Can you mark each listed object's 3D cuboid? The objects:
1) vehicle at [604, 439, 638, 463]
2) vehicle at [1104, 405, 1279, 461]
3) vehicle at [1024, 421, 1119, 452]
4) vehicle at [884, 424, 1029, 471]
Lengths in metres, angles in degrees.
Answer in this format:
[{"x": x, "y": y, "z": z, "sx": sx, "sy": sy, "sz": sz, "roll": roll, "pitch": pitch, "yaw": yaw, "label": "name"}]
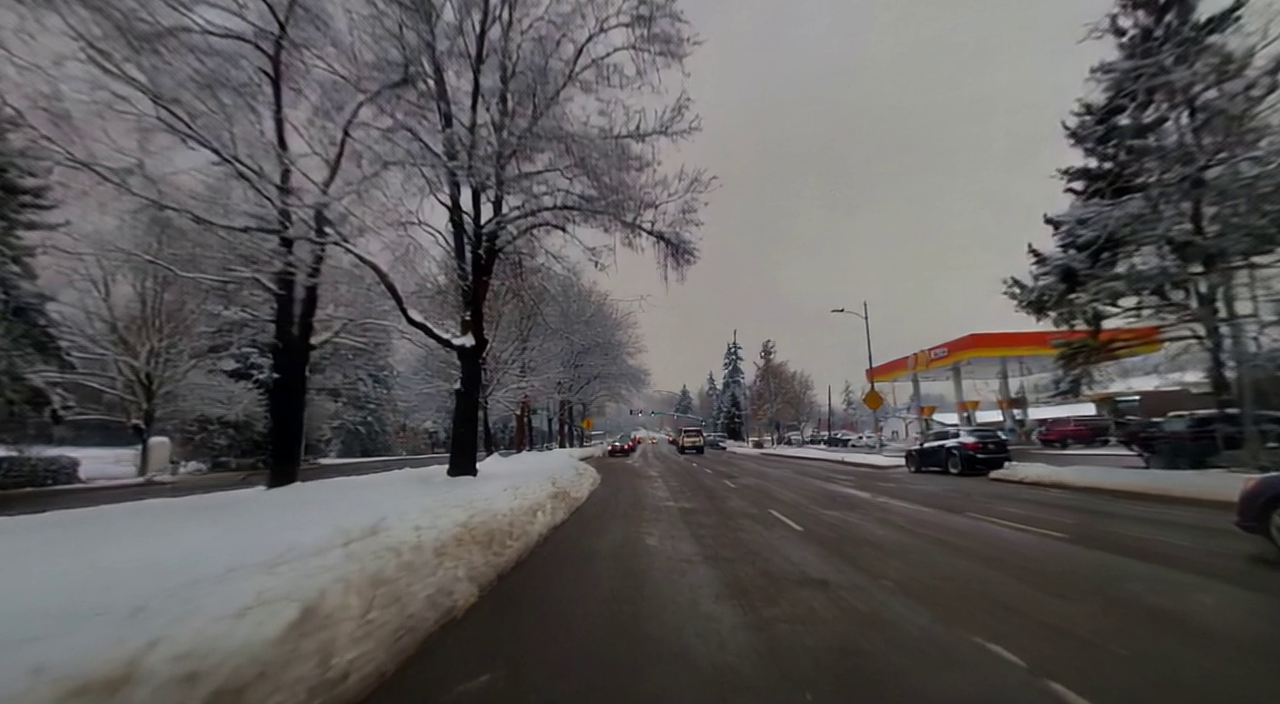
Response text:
[{"x": -1.294, "y": 6.447, "z": 41.218, "sx": 2.032, "sy": 1.461, "sz": 4.173, "roll": 0, "pitch": -9, "yaw": -5, "label": "vehicle"}, {"x": 21.583, "y": 3.141, "z": 24.048, "sx": 5.770, "sy": 1.976, "sz": 2.347, "roll": -5, "pitch": -10, "yaw": 26, "label": "vehicle"}, {"x": 24.732, "y": 4.892, "z": 36.303, "sx": 4.079, "sy": 1.632, "sz": 1.961, "roll": -4, "pitch": -10, "yaw": 22, "label": "vehicle"}, {"x": 12.906, "y": 3.970, "z": 26.136, "sx": 4.960, "sy": 1.802, "sz": 2.068, "roll": -3, "pitch": -9, "yaw": 17, "label": "vehicle"}]
